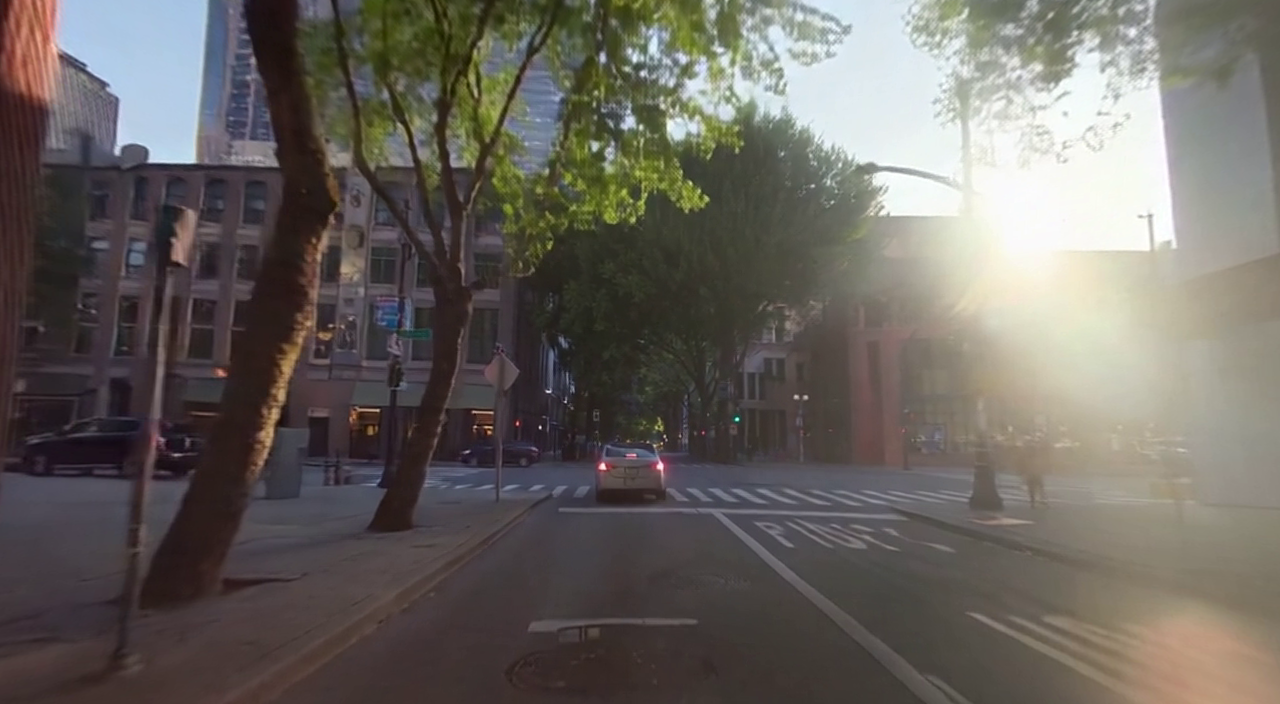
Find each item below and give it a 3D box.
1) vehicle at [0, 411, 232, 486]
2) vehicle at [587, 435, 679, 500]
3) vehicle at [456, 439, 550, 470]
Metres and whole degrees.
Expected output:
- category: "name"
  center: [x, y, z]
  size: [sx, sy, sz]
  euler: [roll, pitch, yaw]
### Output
- category: "vehicle"
  center: [-17.864, 3.308, 21.726]
  size: [5.858, 2.396, 2.319]
  euler: [1, -9, -2]
- category: "vehicle"
  center: [-0.303, 3.017, 16.868]
  size: [2.106, 1.482, 4.459]
  euler: [0, -9, -4]
- category: "vehicle"
  center: [-6.986, 5.192, 32.120]
  size: [4.627, 1.468, 1.871]
  euler: [-6, -10, 32]
